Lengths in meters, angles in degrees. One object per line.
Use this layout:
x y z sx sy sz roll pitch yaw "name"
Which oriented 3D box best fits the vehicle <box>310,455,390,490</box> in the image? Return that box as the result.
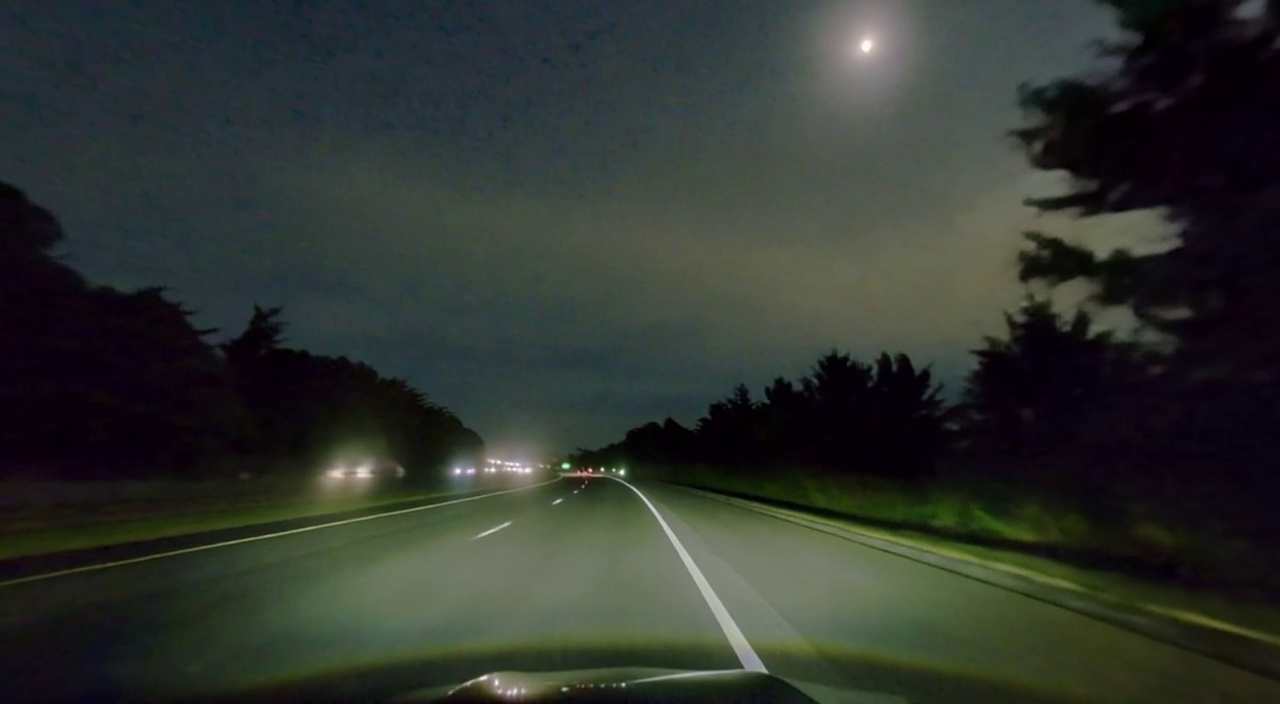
-14.338 6.018 31.485 1.931 1.540 4.465 1 -11 -1 "vehicle"
